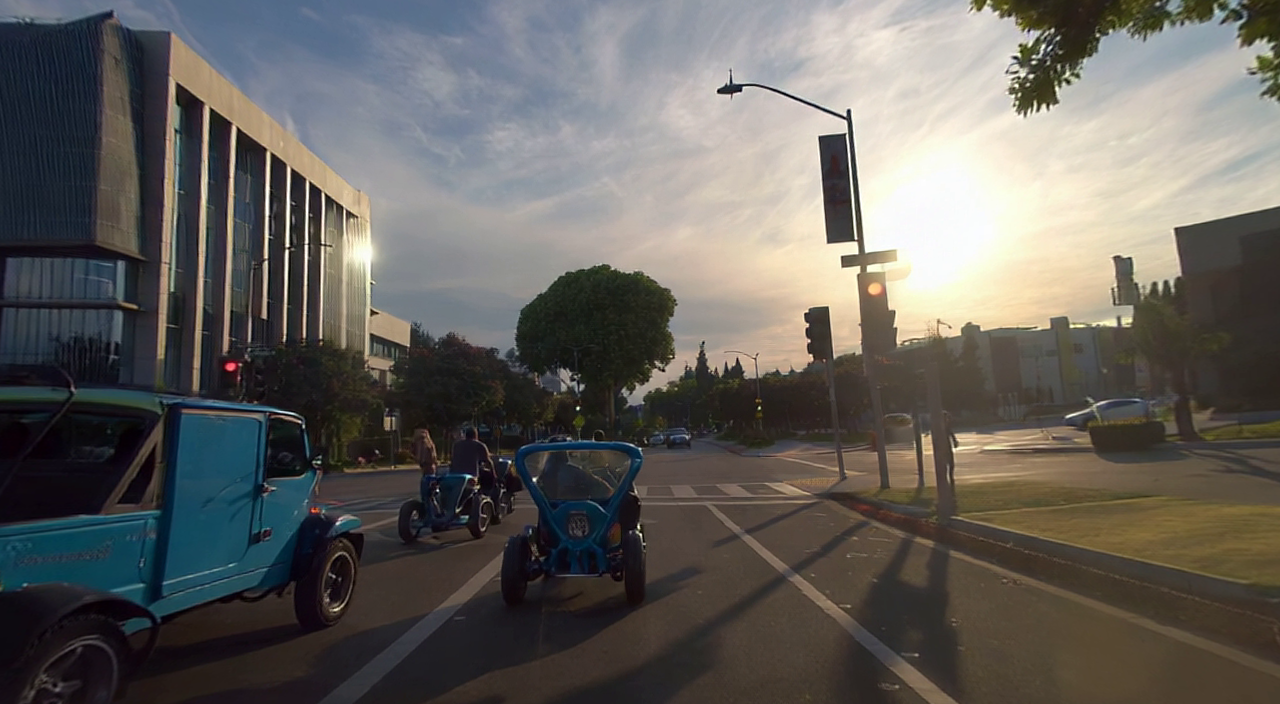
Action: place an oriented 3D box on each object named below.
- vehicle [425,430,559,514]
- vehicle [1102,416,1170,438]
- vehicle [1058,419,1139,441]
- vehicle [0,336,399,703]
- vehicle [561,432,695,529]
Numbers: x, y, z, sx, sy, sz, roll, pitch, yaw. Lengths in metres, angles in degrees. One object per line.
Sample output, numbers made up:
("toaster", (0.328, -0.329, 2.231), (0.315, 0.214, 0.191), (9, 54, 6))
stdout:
("vehicle", (-3.171, 2.658, 14.407), (1.935, 1.615, 4.073), (-1, -8, 2))
("vehicle", (36.780, 5.598, 46.572), (1.625, 1.449, 3.557), (6, -11, -38))
("vehicle", (30.717, 5.272, 42.111), (1.751, 1.420, 4.027), (8, -12, -43))
("vehicle", (-3.615, 1.130, 4.453), (2.000, 1.809, 4.405), (0, -8, 0))
("vehicle", (-0.147, 2.270, 11.657), (2.025, 1.458, 4.085), (0, -8, 1))
